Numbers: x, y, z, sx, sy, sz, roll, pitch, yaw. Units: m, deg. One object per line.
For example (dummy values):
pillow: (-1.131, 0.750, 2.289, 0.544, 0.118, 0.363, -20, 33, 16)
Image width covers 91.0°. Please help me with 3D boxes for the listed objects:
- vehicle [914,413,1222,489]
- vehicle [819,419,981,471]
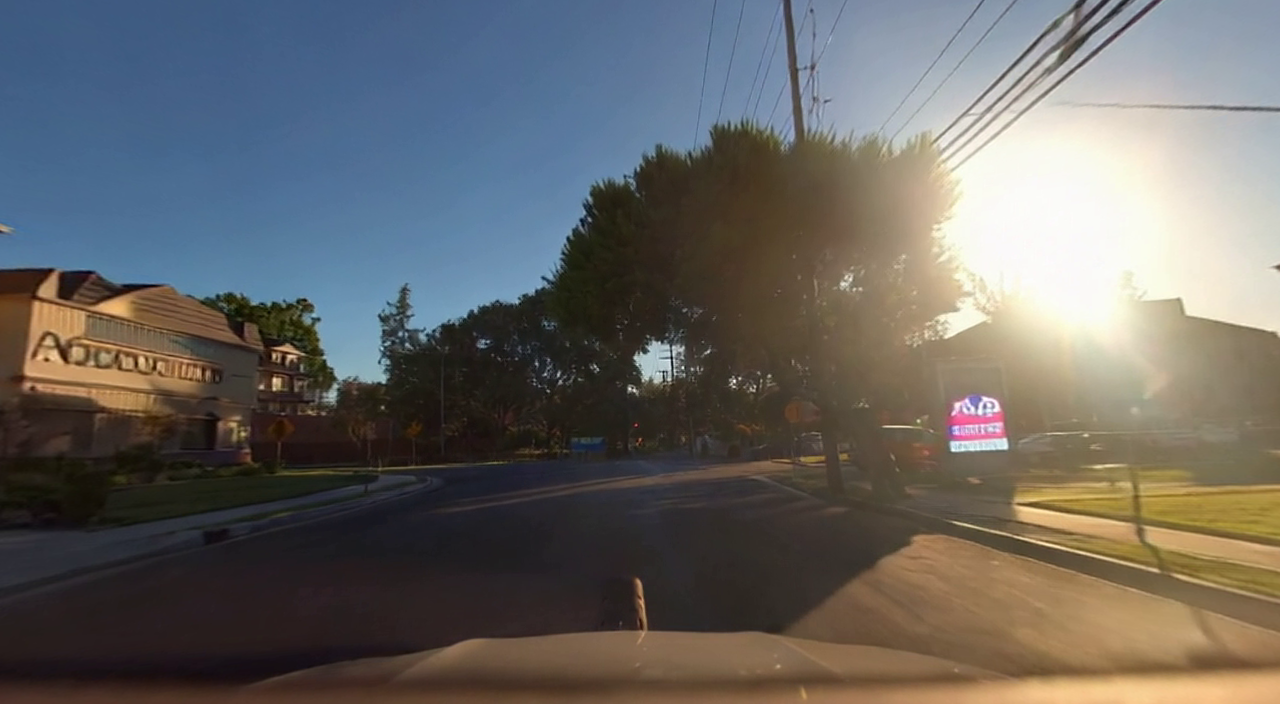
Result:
vehicle: (10.430, 2.470, 15.774, 6.000, 1.740, 2.356, 0, -8, -1)
vehicle: (10.477, 3.804, 25.754, 5.593, 1.993, 2.233, 0, -8, 1)
